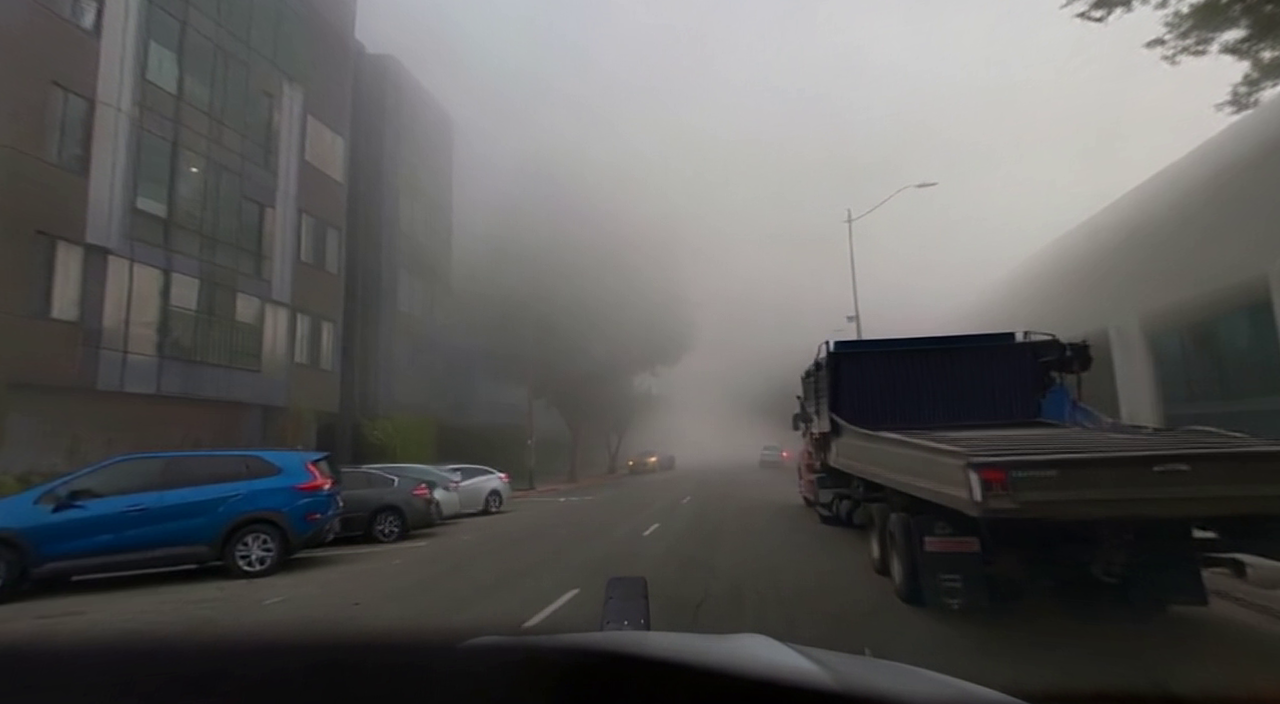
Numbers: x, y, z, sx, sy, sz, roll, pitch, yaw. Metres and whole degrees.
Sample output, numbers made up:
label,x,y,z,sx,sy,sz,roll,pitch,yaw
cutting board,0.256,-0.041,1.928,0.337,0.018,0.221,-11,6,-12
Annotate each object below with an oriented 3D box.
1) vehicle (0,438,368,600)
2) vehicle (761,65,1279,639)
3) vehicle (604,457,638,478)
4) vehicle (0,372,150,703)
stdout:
label,x,y,z,sx,sy,sz,roll,pitch,yaw
vehicle,-6.912,2.214,9.137,5.022,1.872,2.137,6,-10,-34
vehicle,3.805,0.740,10.303,3.320,4.034,11.553,-2,-9,11
vehicle,-1.410,8.928,48.849,1.798,1.459,4.306,-1,-8,10
vehicle,-3.318,0.638,0.192,2.311,1.631,4.510,-1,-8,9
